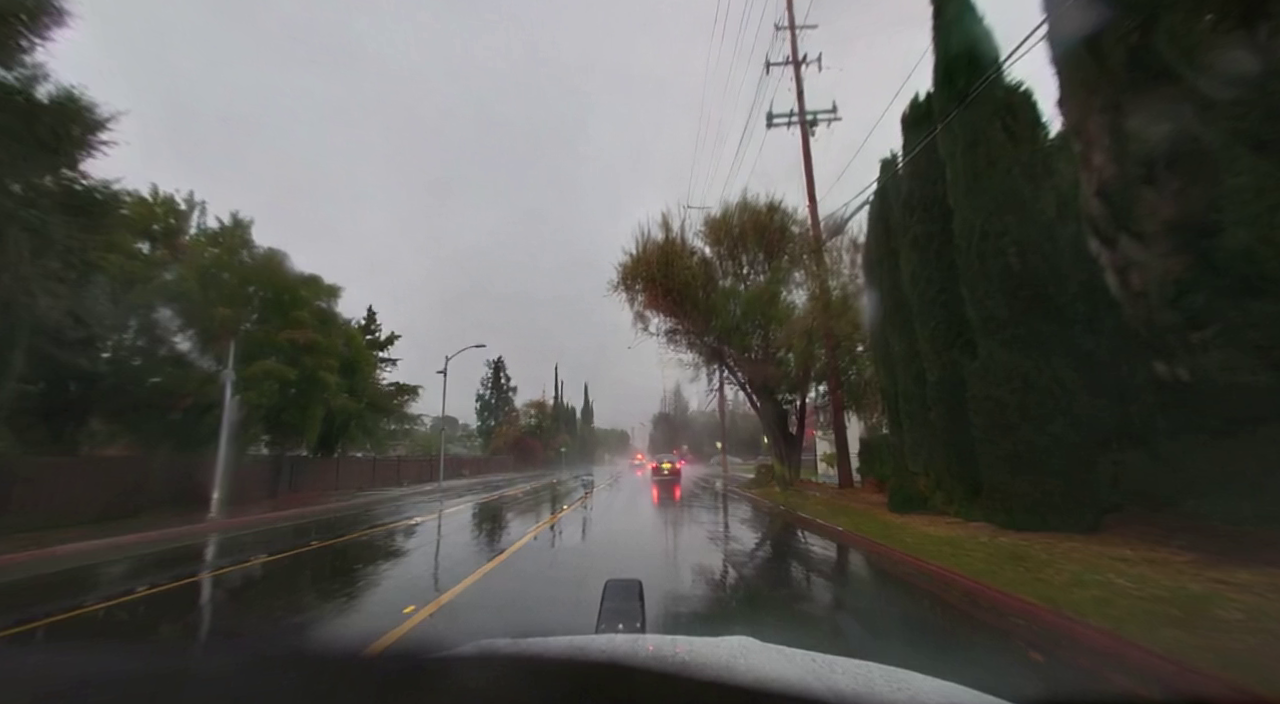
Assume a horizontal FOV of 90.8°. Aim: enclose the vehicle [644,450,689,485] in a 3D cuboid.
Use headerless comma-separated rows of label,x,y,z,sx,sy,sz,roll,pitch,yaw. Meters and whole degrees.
vehicle,1.207,5.408,29.877,1.975,1.497,3.647,0,-8,1
